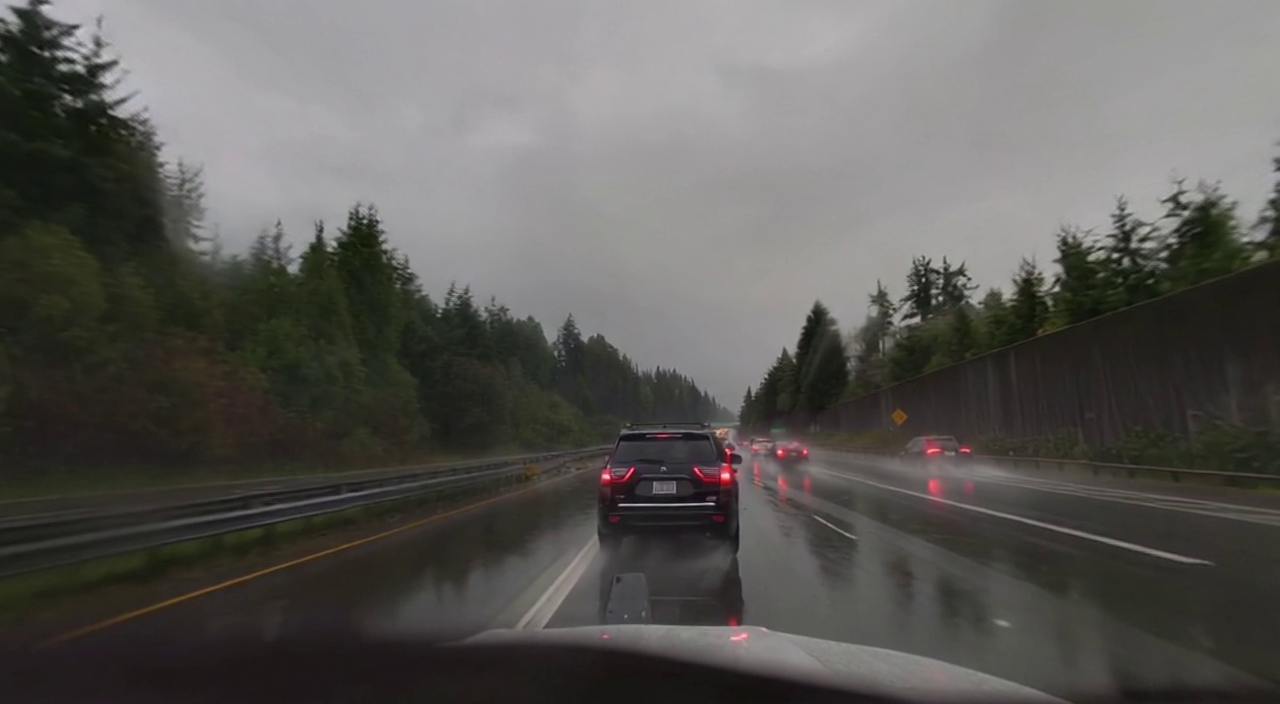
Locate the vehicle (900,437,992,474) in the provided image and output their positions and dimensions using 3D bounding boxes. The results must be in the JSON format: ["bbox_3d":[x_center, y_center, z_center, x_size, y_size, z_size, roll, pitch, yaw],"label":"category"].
[{"bbox_3d":[13.189,4.472,27.467,1.990,1.478,4.475,-1,-8,4],"label":"vehicle"}]

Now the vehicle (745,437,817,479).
[{"bbox_3d":[5.300,4.026,24.218,1.962,1.442,4.536,-1,-8,3],"label":"vehicle"}]

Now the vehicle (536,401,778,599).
[{"bbox_3d":[0.269,1.533,7.388,2.021,1.635,4.085,-1,-8,4],"label":"vehicle"}]
